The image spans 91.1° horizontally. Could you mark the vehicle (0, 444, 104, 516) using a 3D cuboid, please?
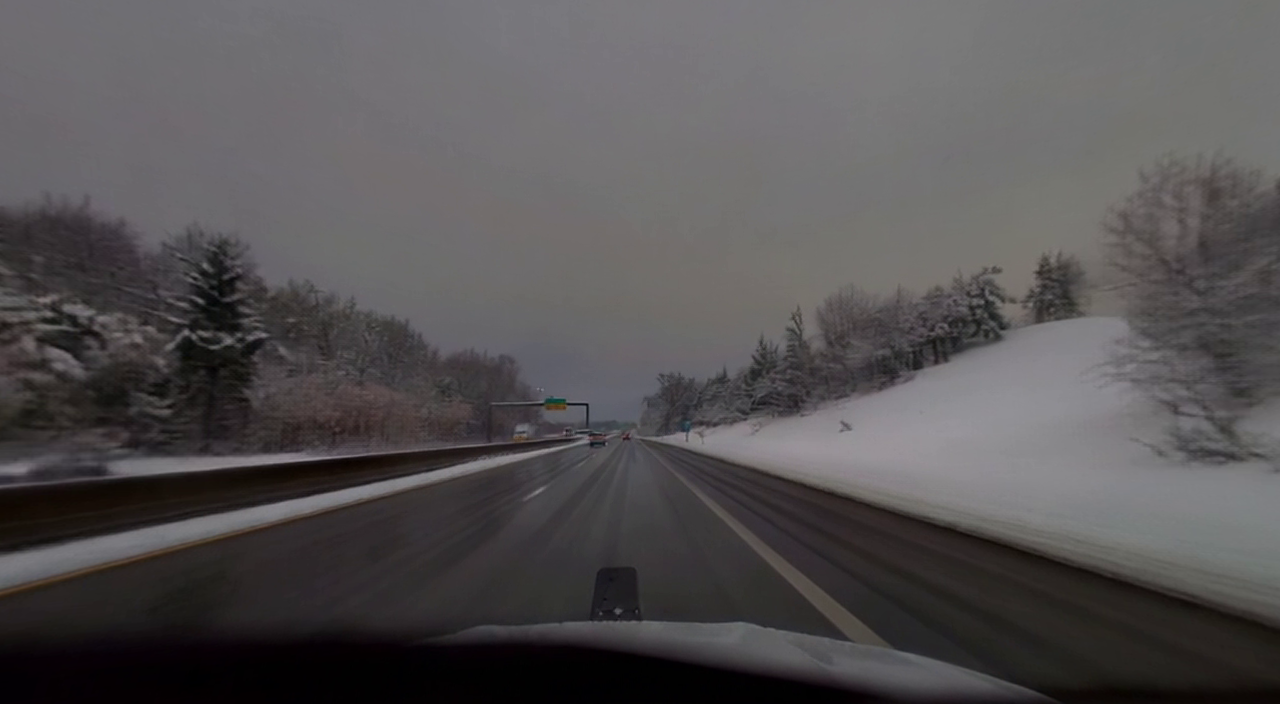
[{"bbox_3d":[-14.876,2.750,13.461,2.276,1.502,5.178,0,-8,-1],"label":"vehicle"}]
